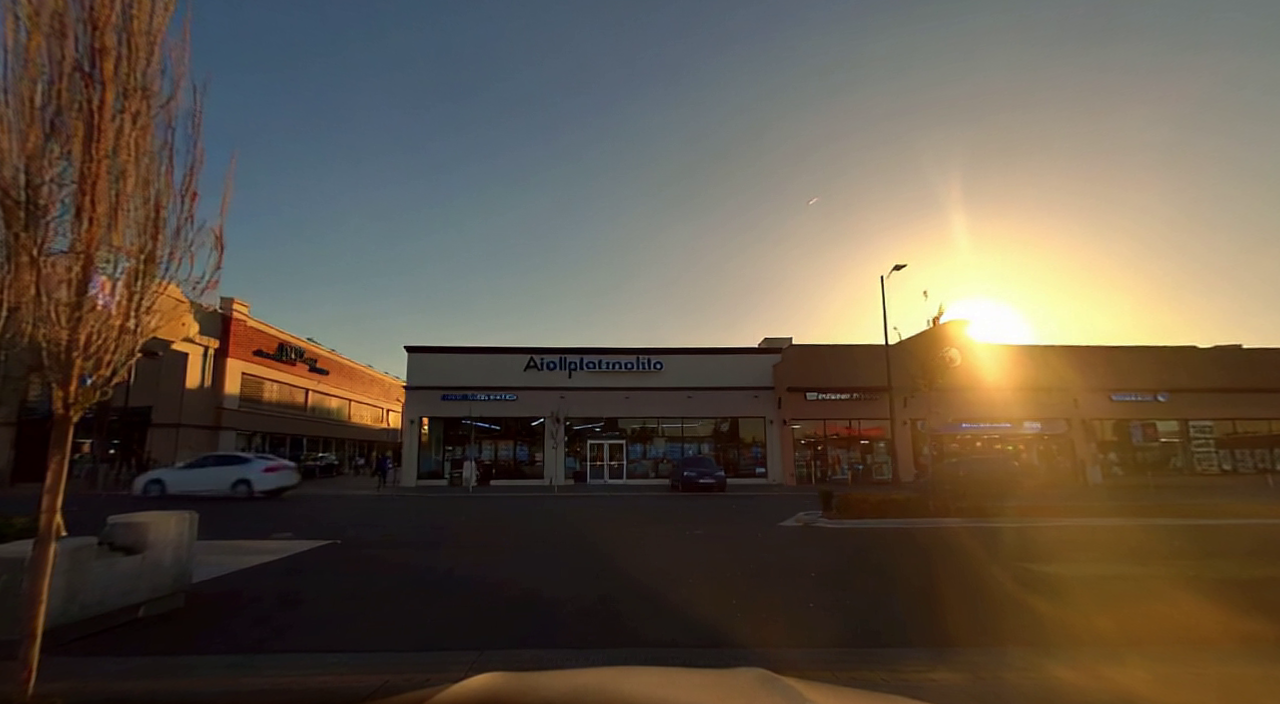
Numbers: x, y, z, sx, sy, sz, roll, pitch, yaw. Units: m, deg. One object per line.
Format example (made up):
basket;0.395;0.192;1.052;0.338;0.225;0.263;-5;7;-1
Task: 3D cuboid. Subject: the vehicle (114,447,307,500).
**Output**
vehicle;-14.283;4.035;21.280;4.889;1.659;2.059;1;-9;-4

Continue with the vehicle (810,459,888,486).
vehicle;12.972;7.465;39.503;1.791;1.453;4.593;5;-10;-29

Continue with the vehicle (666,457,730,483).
vehicle;3.571;7.368;39.686;1.812;1.468;4.519;5;-10;-28

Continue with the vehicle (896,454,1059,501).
vehicle;11.568;4.290;21.828;4.661;1.478;1.878;1;-9;-7

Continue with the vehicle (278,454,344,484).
vehicle;-20.027;7.047;38.348;4.596;1.680;1.936;-8;-11;41
